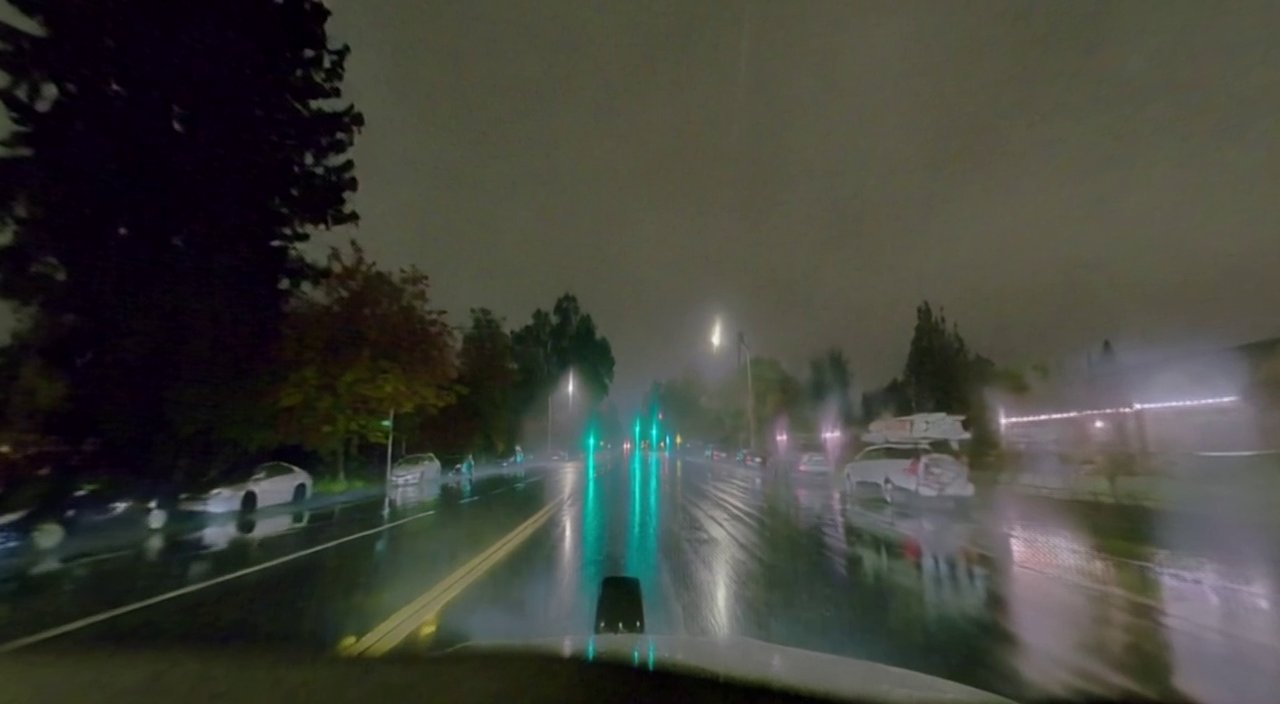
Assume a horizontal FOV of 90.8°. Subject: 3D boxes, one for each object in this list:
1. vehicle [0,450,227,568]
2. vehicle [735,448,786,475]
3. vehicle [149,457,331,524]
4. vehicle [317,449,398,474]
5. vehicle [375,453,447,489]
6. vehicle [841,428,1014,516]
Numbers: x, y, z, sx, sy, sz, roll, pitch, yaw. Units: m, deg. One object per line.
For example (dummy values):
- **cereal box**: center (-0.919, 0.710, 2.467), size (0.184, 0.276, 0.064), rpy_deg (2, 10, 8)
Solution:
- **vehicle**: center (-10.807, 2.782, 12.050), size (2.050, 1.769, 5.585), rpy_deg (0, -9, 0)
- **vehicle**: center (7.072, 6.455, 37.670), size (1.982, 1.479, 4.687), rpy_deg (0, -9, -2)
- **vehicle**: center (-10.857, 3.752, 17.707), size (2.007, 1.528, 4.710), rpy_deg (-2, -9, 0)
- **vehicle**: center (-19.205, 7.485, 43.075), size (4.664, 1.524, 1.891), rpy_deg (-2, -10, 1)
- **vehicle**: center (-10.872, 5.655, 30.339), size (1.840, 1.526, 4.214), rpy_deg (-1, -9, 1)
- **vehicle**: center (7.150, 3.015, 16.453), size (2.103, 1.912, 4.892), rpy_deg (0, -9, -1)
